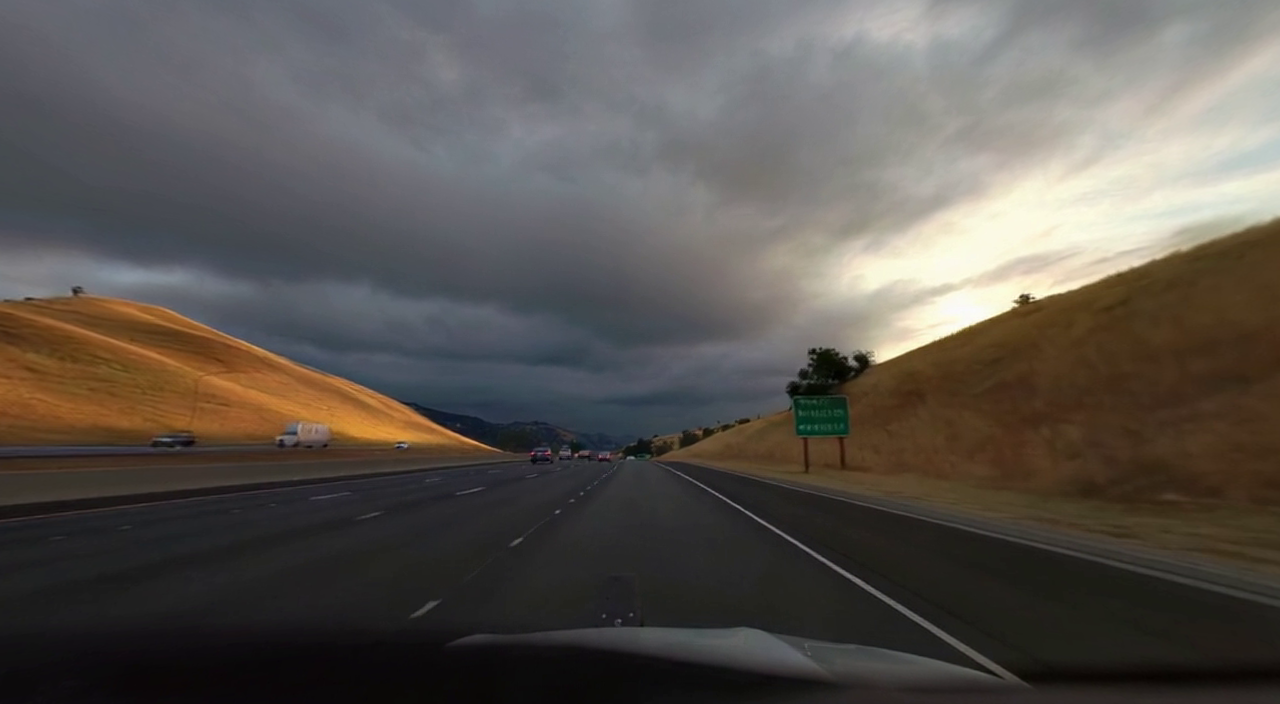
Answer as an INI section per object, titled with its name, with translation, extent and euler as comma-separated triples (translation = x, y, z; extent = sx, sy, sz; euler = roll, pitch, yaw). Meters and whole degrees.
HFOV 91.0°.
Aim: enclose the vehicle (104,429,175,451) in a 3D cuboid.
[vehicle]
translation = -34.283, 6.067, 43.275
extent = 1.771, 1.468, 3.865
euler = 0, -9, -2
